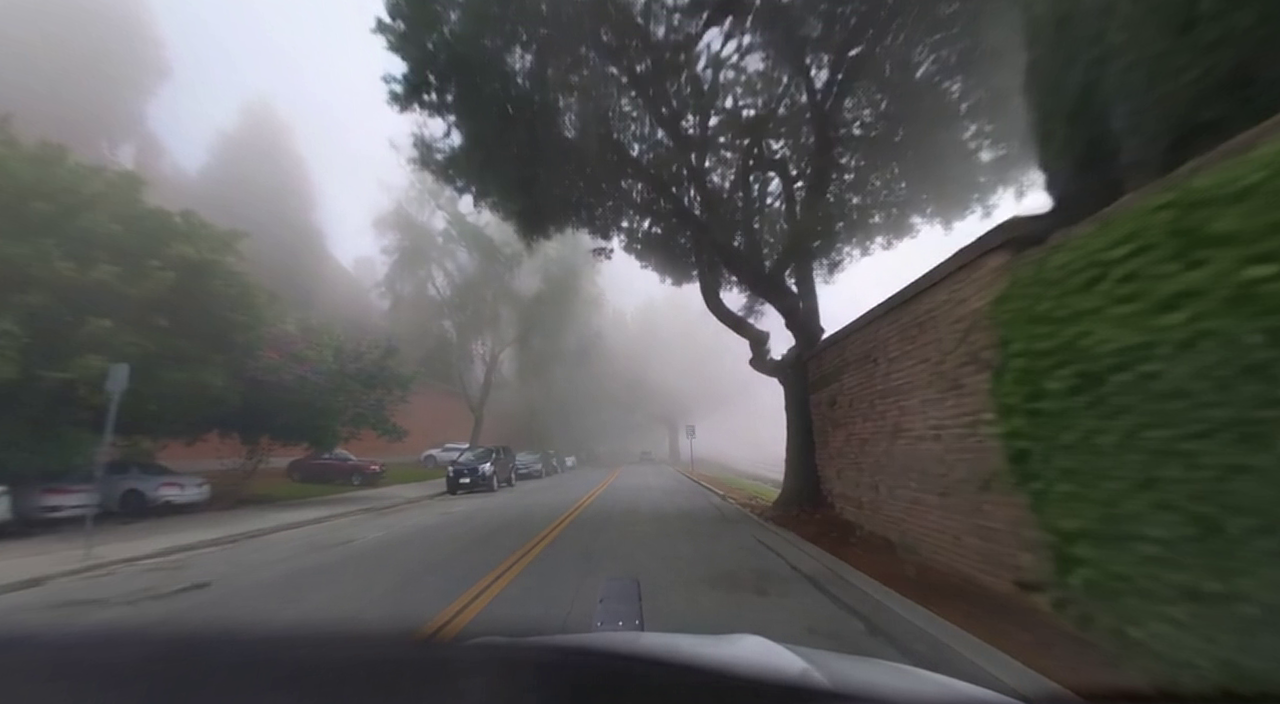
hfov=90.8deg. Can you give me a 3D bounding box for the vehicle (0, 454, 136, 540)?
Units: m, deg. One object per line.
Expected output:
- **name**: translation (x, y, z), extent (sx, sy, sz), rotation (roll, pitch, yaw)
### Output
- **vehicle**: translation (-13.481, 2.970, 13.301), extent (3.947, 1.584, 2.016), rotation (1, -9, 1)

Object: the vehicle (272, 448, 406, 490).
- **vehicle**: translation (-13.524, 5.253, 28.577), extent (4.991, 1.692, 1.960), rotation (1, -8, 1)

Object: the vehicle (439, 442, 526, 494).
- **vehicle**: translation (-6.247, 4.629, 25.863), extent (2.109, 1.847, 5.553), rotation (0, -8, 0)
